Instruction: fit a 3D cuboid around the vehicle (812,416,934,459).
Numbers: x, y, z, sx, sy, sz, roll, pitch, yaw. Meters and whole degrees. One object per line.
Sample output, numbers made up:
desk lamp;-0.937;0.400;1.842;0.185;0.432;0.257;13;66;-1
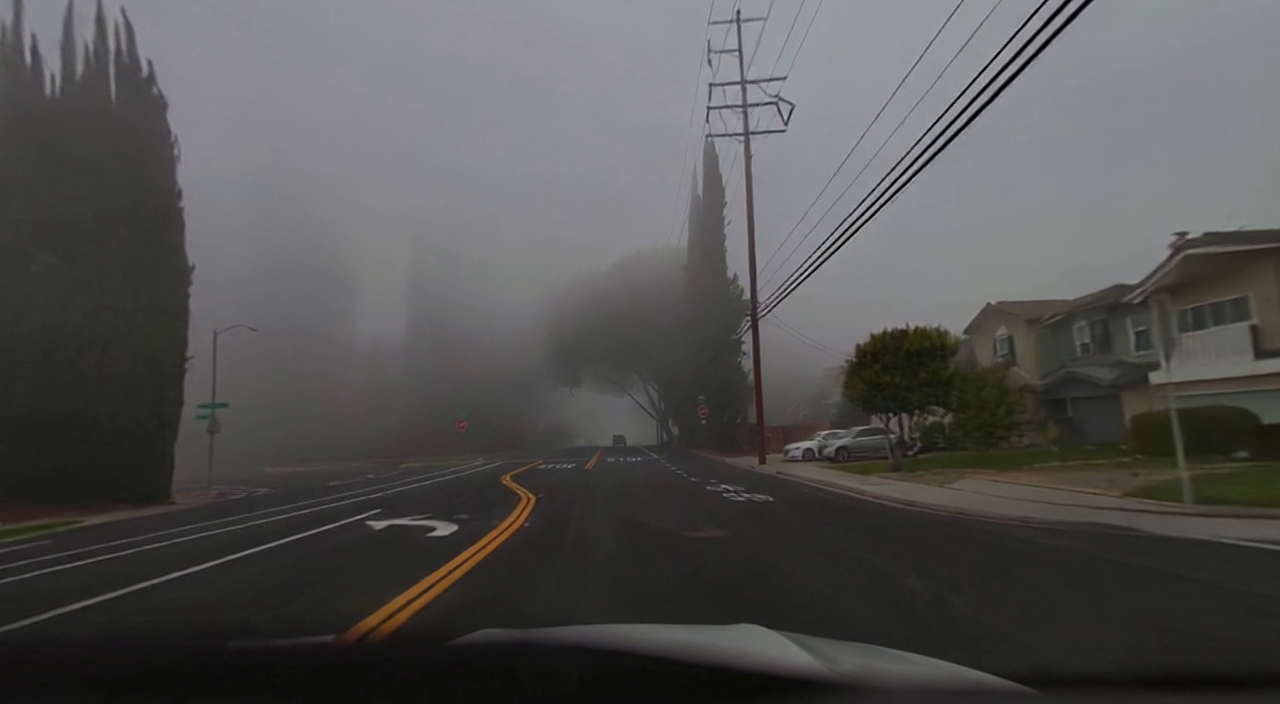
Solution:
vehicle;10.251;3.821;28.122;4.544;1.807;2.204;0;-9;2
